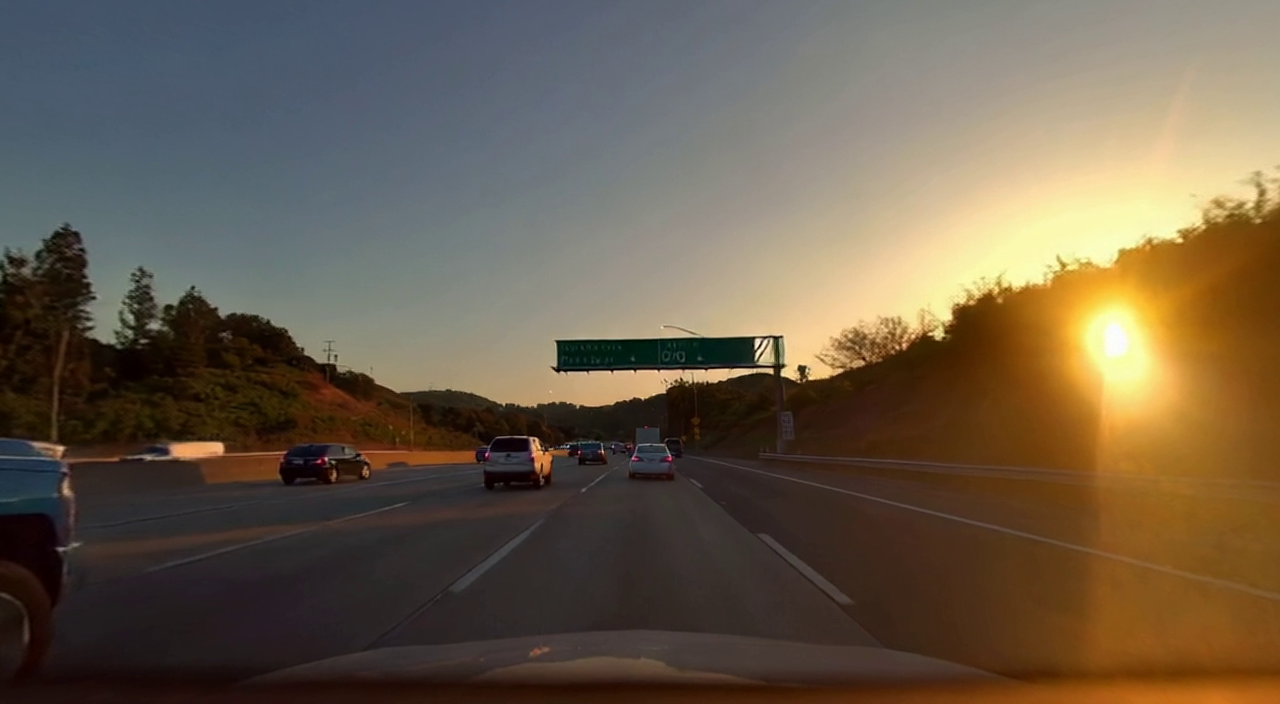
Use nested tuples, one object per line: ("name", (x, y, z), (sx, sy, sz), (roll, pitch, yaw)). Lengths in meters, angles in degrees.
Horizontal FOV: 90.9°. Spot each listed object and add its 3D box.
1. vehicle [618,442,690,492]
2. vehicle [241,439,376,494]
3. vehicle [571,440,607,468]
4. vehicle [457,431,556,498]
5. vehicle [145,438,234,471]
("vehicle", (0.400, 3.630, 20.267), (2.054, 1.421, 4.090), (0, -8, 0))
("vehicle", (-10.564, 3.654, 20.527), (1.941, 1.602, 4.277), (0, -8, 2))
("vehicle", (-3.192, 6.465, 40.184), (1.897, 1.646, 4.049), (0, -8, 1))
("vehicle", (-3.736, 3.229, 18.501), (1.903, 1.721, 4.210), (0, -8, 1))
("vehicle", (-30.551, 6.959, 42.996), (2.239, 2.119, 5.149), (0, -8, 0))
